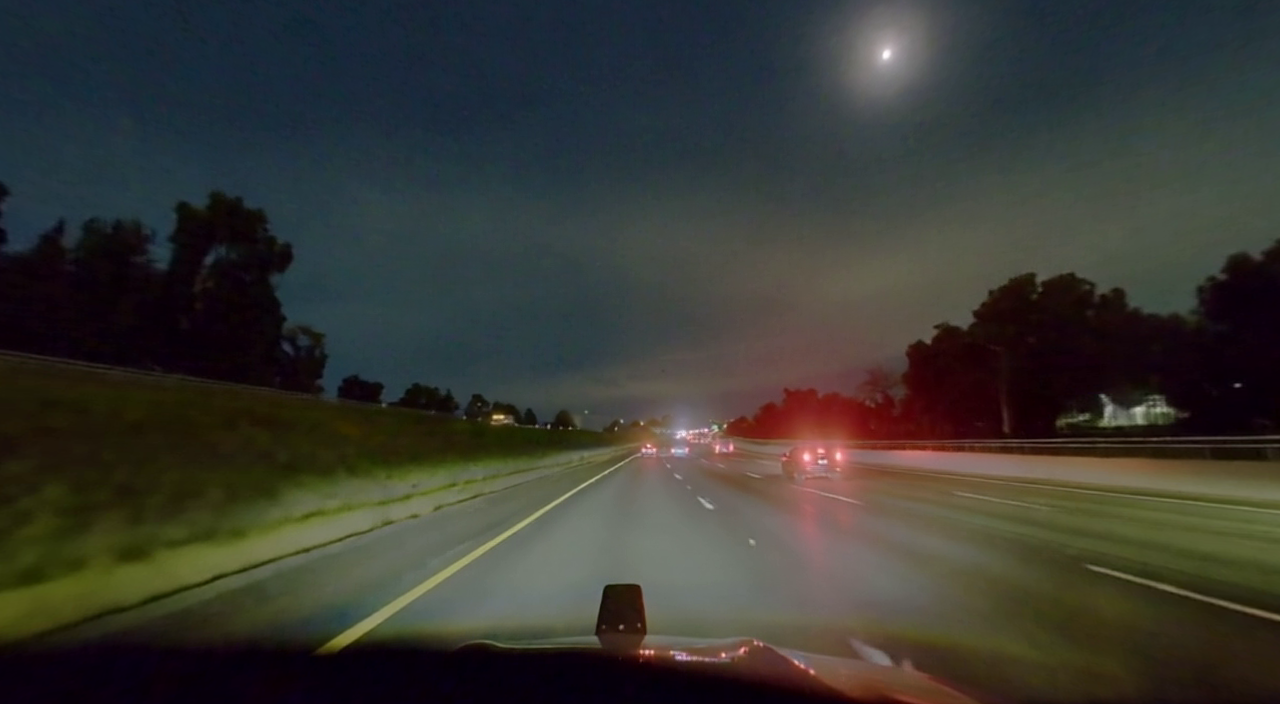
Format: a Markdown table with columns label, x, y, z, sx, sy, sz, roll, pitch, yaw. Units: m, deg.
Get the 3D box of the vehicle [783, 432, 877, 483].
| label | x | y | z | sx | sy | sz | roll | pitch | yaw |
| --- | --- | --- | --- | --- | --- | --- | --- | --- | --- |
| vehicle | 7.035 | 3.950 | 23.830 | 2.048 | 1.697 | 4.689 | 0 | -8 | 0 |
